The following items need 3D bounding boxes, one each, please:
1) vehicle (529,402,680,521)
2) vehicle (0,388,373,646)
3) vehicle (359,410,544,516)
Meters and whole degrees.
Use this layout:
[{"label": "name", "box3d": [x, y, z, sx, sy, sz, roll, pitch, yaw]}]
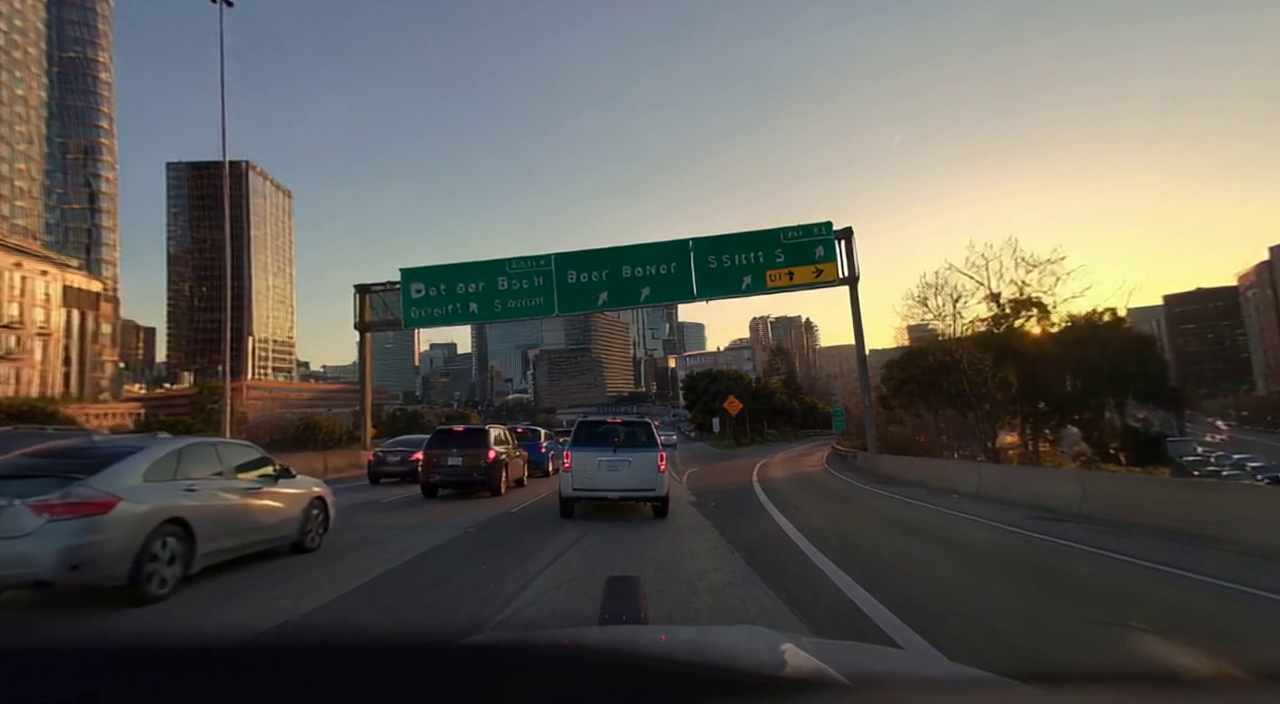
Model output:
[{"label": "vehicle", "box3d": [-0.603, 2.346, 13.983, 2.616, 2.063, 5.933, 0, -9, 0]}, {"label": "vehicle", "box3d": [-4.701, 1.436, 6.505, 1.953, 1.729, 4.377, 0, -9, 0]}, {"label": "vehicle", "box3d": [-3.933, 2.477, 14.572, 2.286, 1.931, 5.729, 0, -9, 2]}]
